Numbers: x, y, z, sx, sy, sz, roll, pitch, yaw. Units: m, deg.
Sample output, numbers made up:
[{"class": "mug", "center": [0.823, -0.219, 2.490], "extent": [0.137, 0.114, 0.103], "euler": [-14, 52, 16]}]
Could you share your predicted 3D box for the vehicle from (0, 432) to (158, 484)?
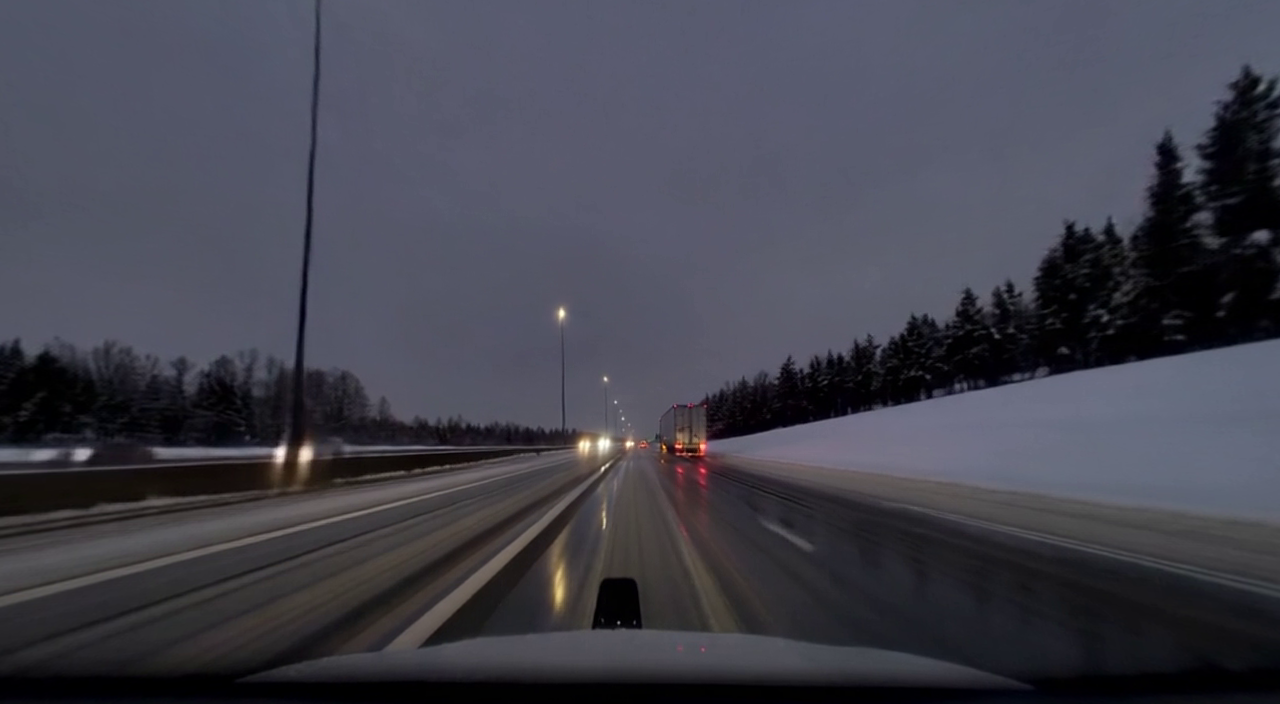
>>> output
[{"class": "vehicle", "center": [-23.248, 4.376, 26.398], "extent": [2.286, 1.933, 4.978], "euler": [0, -9, -1]}]

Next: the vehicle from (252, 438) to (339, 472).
[{"class": "vehicle", "center": [-19.355, 5.792, 35.795], "extent": [2.143, 1.756, 4.940], "euler": [0, -8, -1]}]
